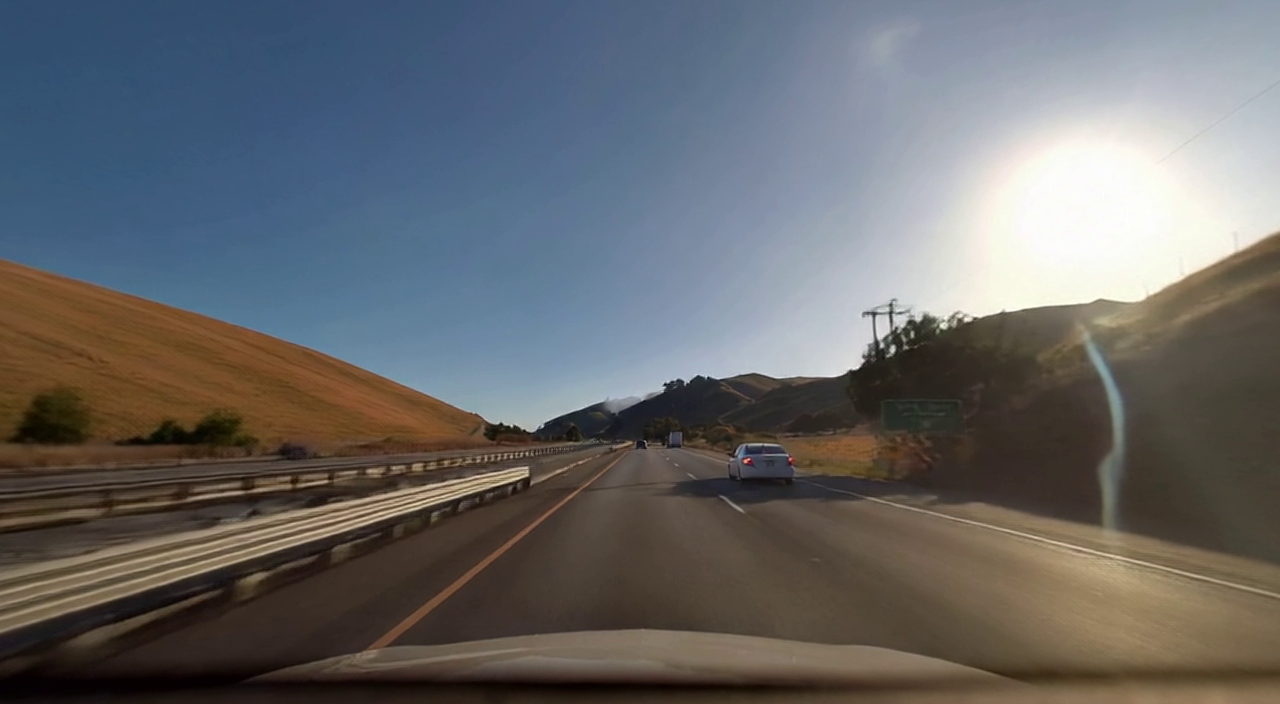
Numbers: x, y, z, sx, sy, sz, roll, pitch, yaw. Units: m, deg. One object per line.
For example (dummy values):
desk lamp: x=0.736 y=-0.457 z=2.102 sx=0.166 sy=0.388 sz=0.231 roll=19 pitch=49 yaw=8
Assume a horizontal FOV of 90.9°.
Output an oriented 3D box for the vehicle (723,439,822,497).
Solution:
vehicle: x=3.826 y=3.417 z=19.137 sx=1.960 sy=1.516 sz=4.657 roll=0 pitch=-8 yaw=0
